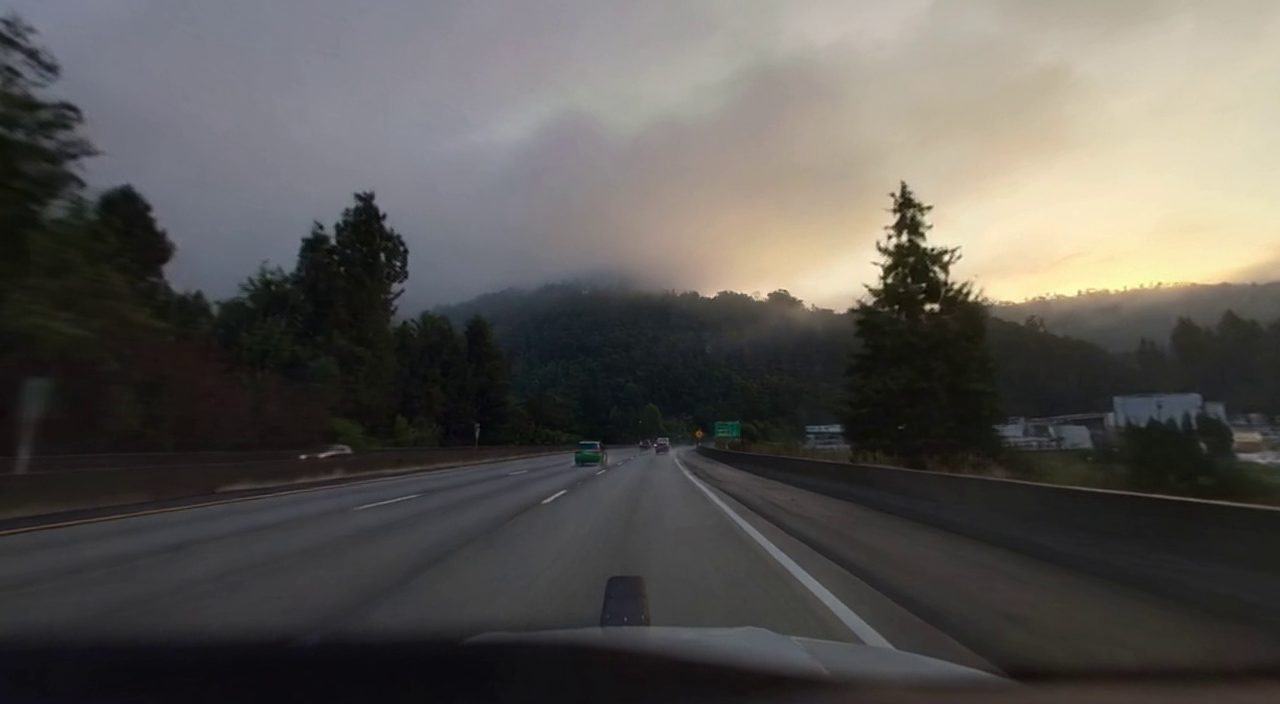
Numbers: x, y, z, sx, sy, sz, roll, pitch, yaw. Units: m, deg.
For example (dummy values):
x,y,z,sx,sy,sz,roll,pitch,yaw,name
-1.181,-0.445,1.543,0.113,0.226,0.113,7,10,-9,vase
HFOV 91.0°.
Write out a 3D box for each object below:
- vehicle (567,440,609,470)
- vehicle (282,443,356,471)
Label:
x,y,z,sx,sy,sz,roll,pitch,yaw,name
-2.905,5.882,36.147,2.015,1.561,4.469,0,-8,0,vehicle
-18.593,6.084,36.670,1.916,1.496,4.271,0,-8,2,vehicle
